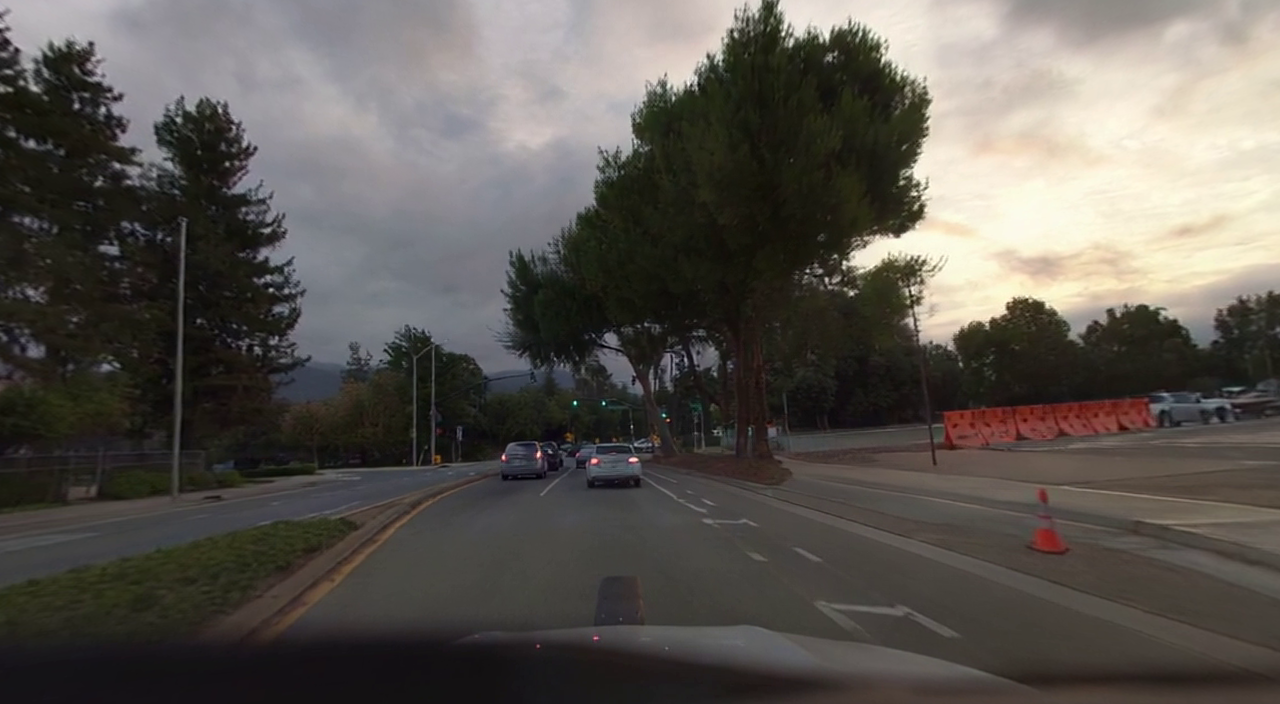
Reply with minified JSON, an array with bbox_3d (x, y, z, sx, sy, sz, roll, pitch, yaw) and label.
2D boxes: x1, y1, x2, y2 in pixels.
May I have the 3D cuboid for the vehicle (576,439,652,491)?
[{"bbox_3d":[-0.948,3.685,21.064,2.266,1.508,4.430,0,-8,-5],"label":"vehicle"}]

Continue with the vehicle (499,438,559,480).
[{"bbox_3d":[-4.770,4.650,27.693,2.077,1.665,4.206,0,-8,-3],"label":"vehicle"}]
